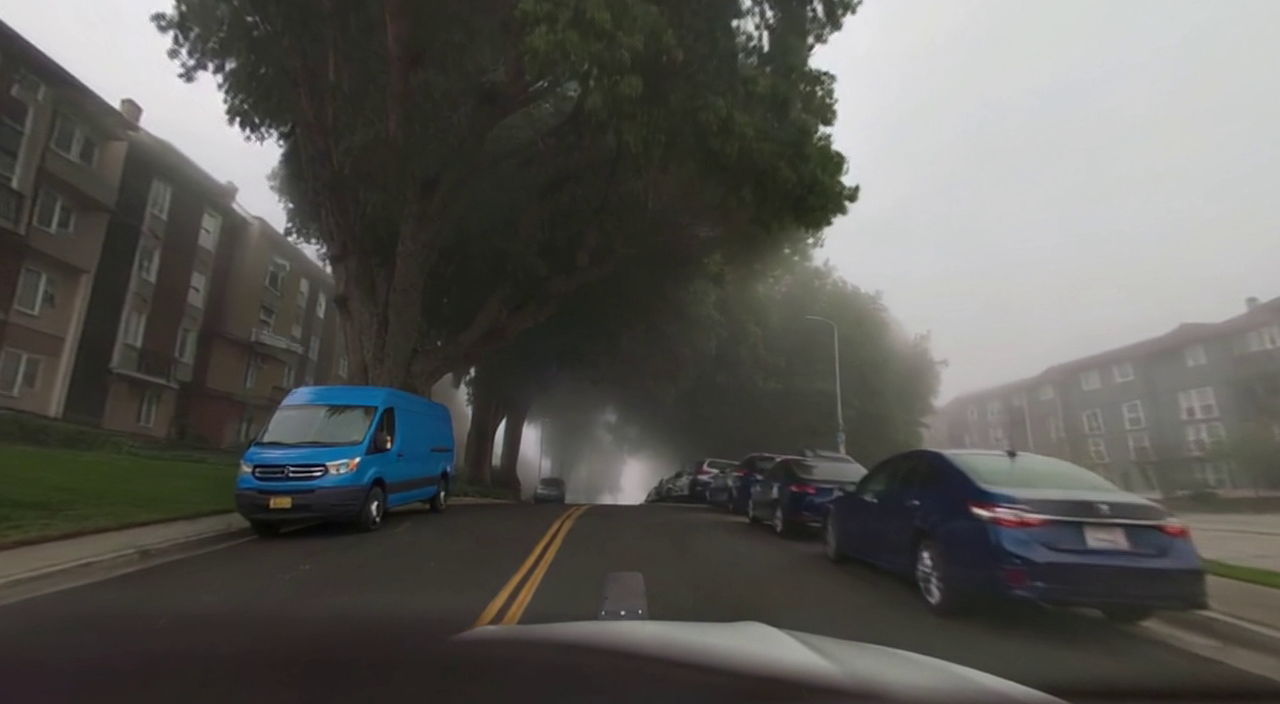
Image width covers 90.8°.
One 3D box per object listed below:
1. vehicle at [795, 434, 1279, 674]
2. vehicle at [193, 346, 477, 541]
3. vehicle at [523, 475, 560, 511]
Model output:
[{"bbox_3d":[3.033,1.561,6.097,1.827,1.436,4.322,0,-9,-2],"label":"vehicle"},{"bbox_3d":[-5.178,1.744,12.417,2.546,2.664,6.863,-2,-8,-4],"label":"vehicle"},{"bbox_3d":[-6.729,9.643,43.491,2.090,1.674,4.457,-4,-4,-5],"label":"vehicle"}]
